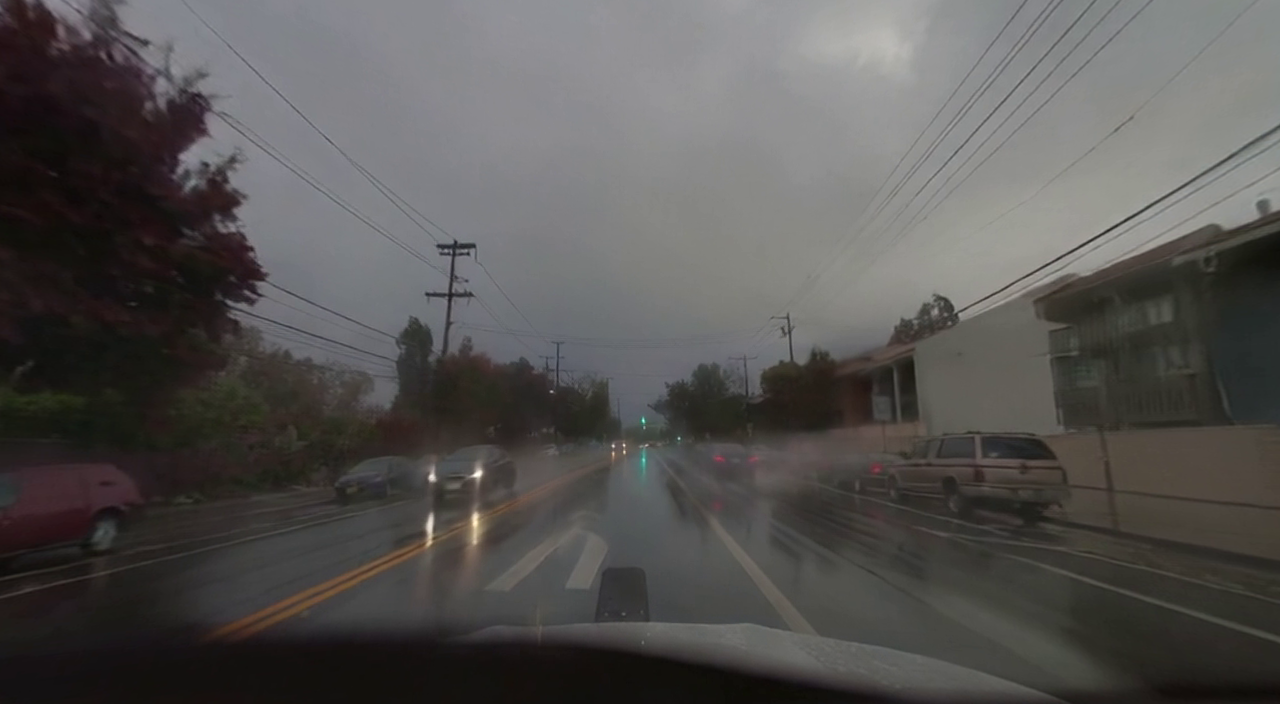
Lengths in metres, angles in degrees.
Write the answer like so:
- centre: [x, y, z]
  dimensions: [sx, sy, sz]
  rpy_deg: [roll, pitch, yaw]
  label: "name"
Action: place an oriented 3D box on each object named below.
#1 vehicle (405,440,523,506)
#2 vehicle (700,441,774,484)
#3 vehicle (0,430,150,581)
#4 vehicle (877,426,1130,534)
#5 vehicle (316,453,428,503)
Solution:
- centre: [-4.717, 3.280, 17.598]
  dimensions: [2.010, 1.588, 4.186]
  rpy_deg: [0, -8, 1]
  label: "vehicle"
- centre: [3.632, 4.259, 24.610]
  dimensions: [2.059, 1.489, 4.629]
  rpy_deg: [0, -8, -1]
  label: "vehicle"
- centre: [-9.495, 2.129, 8.644]
  dimensions: [1.981, 1.975, 4.534]
  rpy_deg: [-3, -8, -1]
  label: "vehicle"
- centre: [7.741, 2.766, 14.522]
  dimensions: [2.250, 1.935, 6.052]
  rpy_deg: [0, -8, 0]
  label: "vehicle"
- centre: [-9.298, 4.372, 22.332]
  dimensions: [1.944, 1.524, 4.404]
  rpy_deg: [0, -8, 2]
  label: "vehicle"
